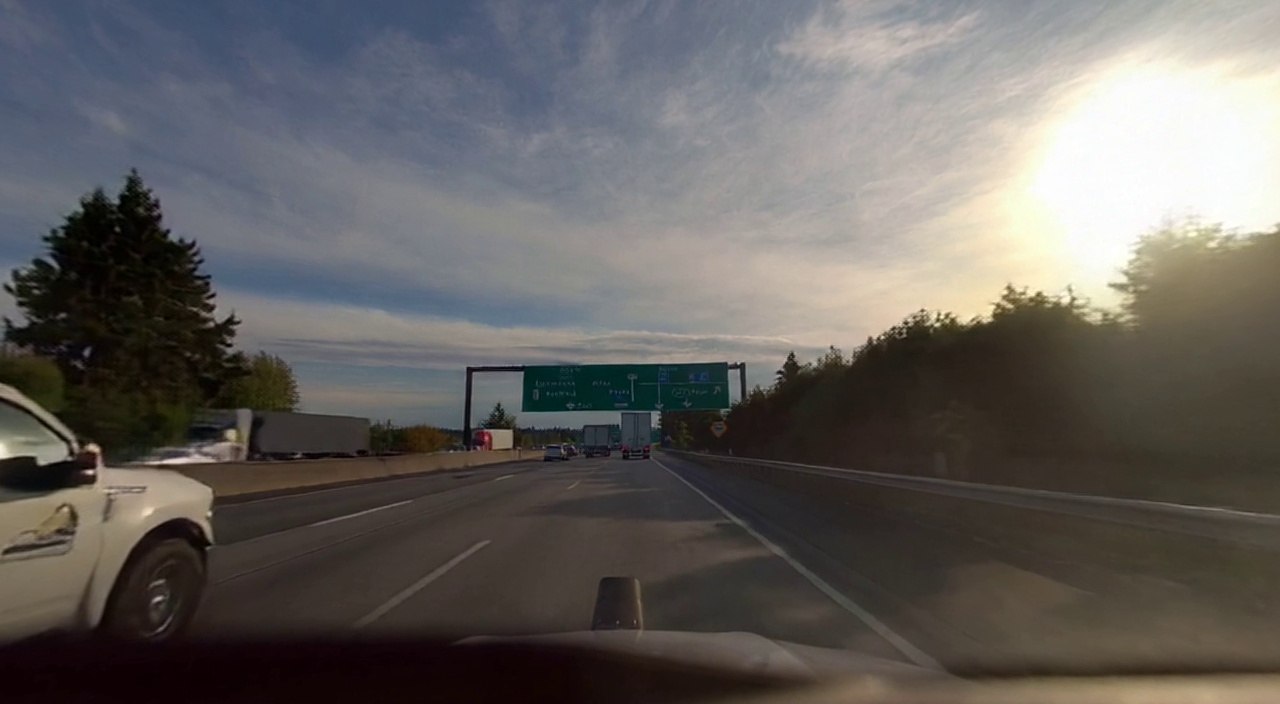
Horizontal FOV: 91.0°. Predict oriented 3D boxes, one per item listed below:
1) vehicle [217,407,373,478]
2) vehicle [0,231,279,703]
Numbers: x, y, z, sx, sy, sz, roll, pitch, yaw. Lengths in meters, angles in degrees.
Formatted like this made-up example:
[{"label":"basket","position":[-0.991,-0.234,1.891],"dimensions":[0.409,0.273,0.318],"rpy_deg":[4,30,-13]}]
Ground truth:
[{"label":"vehicle","position":[-23.134,6.280,43.883],"dimensions":[2.924,4.080,14.299],"rpy_deg":[0,-8,0]},{"label":"vehicle","position":[-3.427,0.492,1.568],"dimensions":[2.223,2.045,4.798],"rpy_deg":[0,-8,-1]}]
